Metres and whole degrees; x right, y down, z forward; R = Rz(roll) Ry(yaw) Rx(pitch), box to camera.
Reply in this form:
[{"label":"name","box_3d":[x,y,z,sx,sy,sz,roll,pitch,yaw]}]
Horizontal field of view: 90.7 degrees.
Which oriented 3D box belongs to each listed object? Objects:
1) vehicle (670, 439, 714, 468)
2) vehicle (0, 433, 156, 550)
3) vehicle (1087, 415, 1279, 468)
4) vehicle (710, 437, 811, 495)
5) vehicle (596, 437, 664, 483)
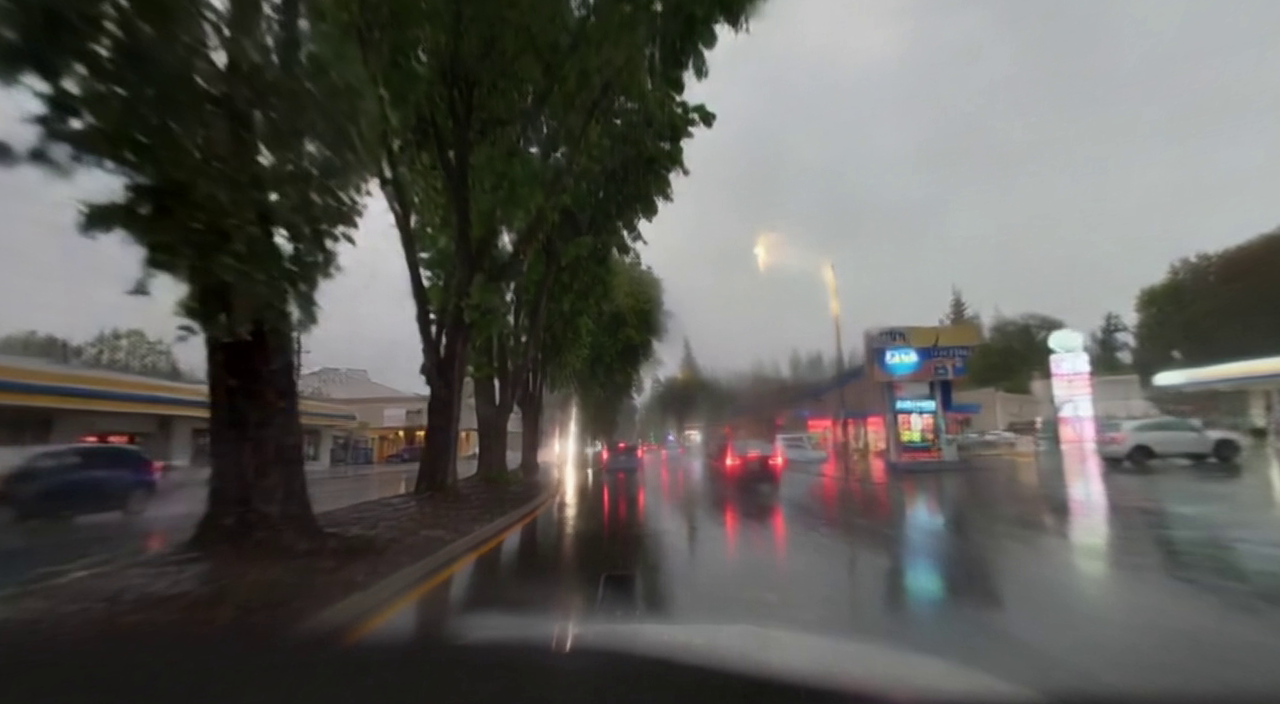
[{"label":"vehicle","box_3d":[2.902,5.775,36.165,2.098,1.527,3.966,0,-8,-2]},{"label":"vehicle","box_3d":[-11.060,2.288,10.564,2.233,1.799,4.700,0,-8,-1]},{"label":"vehicle","box_3d":[19.159,3.175,22.361,4.948,1.733,2.296,0,-8,-1]},{"label":"vehicle","box_3d":[3.376,3.268,18.564,2.060,1.471,4.168,0,-8,-1]},{"label":"vehicle","box_3d":[-0.363,3.899,23.210,2.232,1.508,4.319,0,-8,-1]}]
